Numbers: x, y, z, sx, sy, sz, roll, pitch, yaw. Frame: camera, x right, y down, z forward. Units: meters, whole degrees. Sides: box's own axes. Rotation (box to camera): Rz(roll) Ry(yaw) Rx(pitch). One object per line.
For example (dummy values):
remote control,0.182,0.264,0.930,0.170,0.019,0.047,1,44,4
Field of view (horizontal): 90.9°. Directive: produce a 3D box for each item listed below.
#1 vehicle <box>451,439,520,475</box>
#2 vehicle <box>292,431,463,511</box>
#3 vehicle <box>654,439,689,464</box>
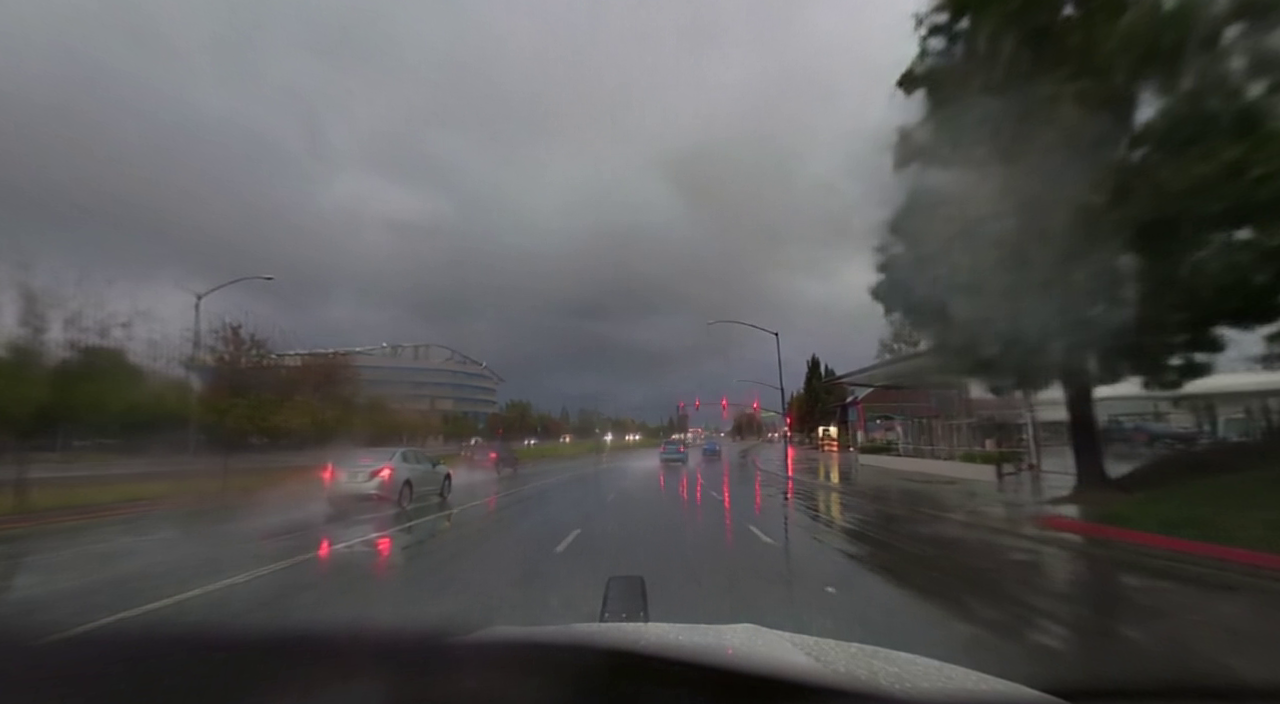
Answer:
vehicle,-8.064,5.510,33.381,2.097,1.782,4.682,-1,-8,5
vehicle,-6.400,2.947,16.117,2.181,1.728,4.515,-1,-8,3
vehicle,2.448,7.570,48.088,2.345,1.803,4.261,-1,-8,7
